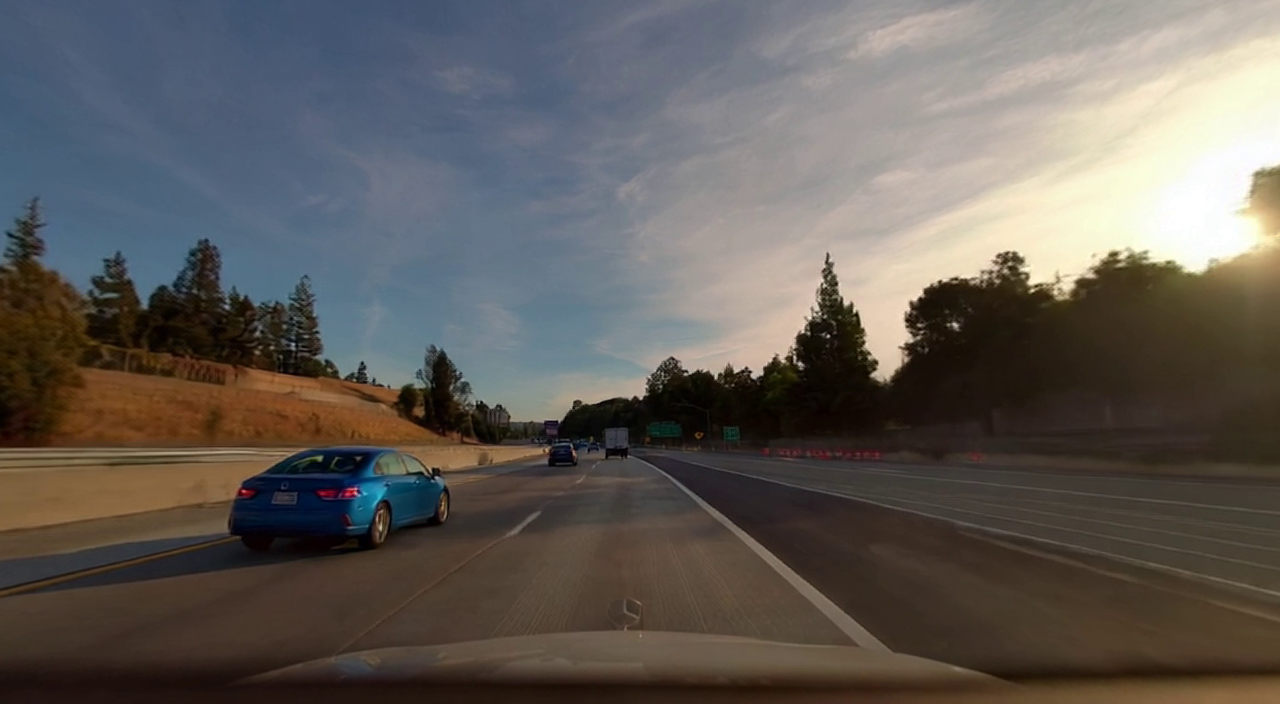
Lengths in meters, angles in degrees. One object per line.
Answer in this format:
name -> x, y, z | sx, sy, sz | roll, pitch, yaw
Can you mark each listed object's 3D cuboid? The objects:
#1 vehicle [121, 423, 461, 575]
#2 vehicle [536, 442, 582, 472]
vehicle -> -4.164, 1.829, 8.695 | 2.012, 1.510, 4.672 | 0, -9, 0
vehicle -> -4.154, 5.440, 32.770 | 1.965, 1.459, 4.145 | 0, -9, -2
